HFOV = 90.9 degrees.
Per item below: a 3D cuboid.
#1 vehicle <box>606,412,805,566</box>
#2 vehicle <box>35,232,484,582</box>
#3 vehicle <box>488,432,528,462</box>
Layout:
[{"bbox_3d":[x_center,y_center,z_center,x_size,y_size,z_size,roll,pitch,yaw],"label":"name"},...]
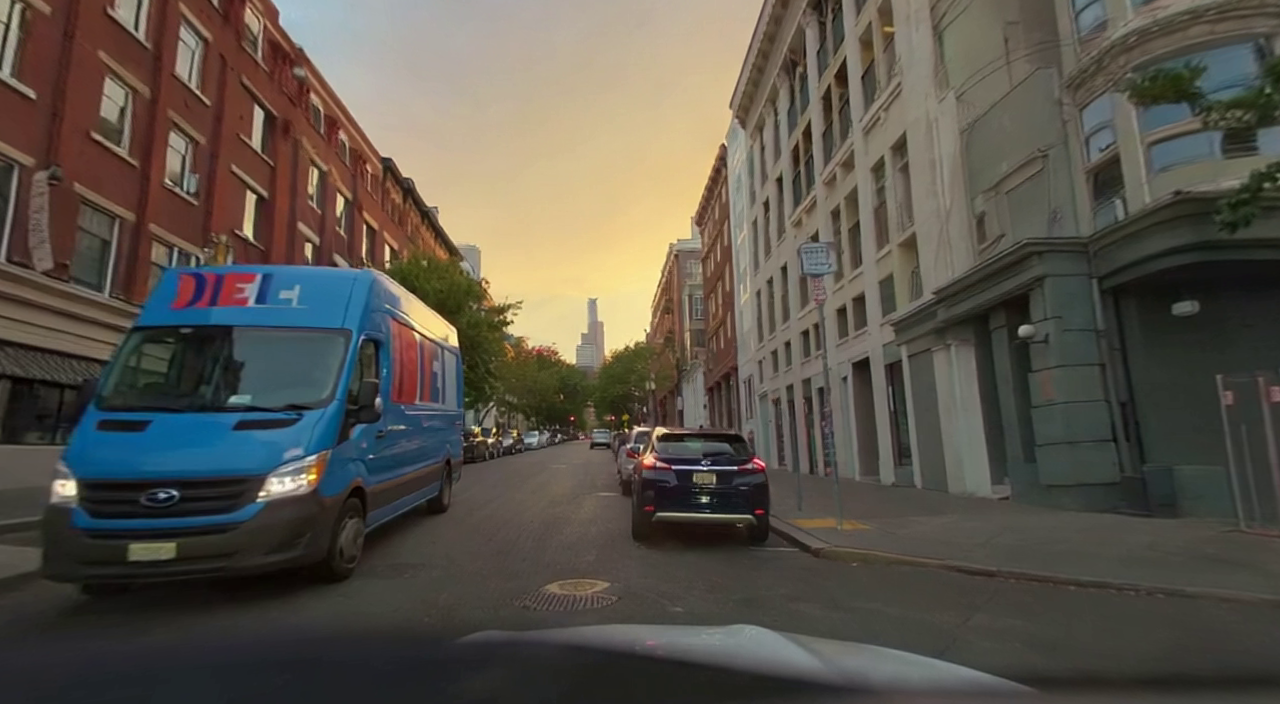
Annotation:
[{"bbox_3d":[0.529,1.657,8.569,1.925,1.481,4.653,1,-8,-3],"label":"vehicle"},{"bbox_3d":[-4.106,0.916,9.059,2.558,3.014,7.101,0,-8,-5],"label":"vehicle"},{"bbox_3d":[-8.159,5.908,39.288,1.809,1.469,4.148,2,-4,-3],"label":"vehicle"}]
